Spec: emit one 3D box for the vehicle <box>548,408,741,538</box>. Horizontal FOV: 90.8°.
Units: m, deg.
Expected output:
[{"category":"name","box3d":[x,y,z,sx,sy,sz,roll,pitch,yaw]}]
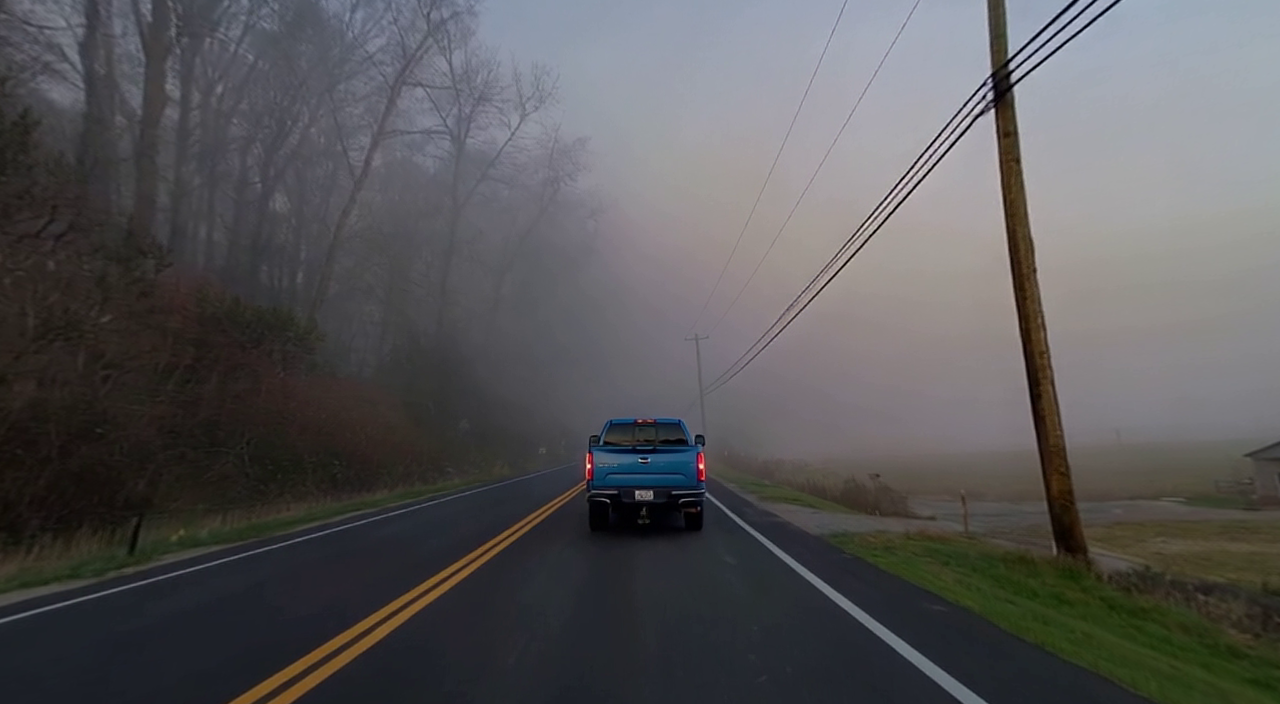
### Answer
[{"category":"vehicle","box3d":[0.030,2.181,12.111,2.774,1.861,5.885,0,-8,-1]}]
